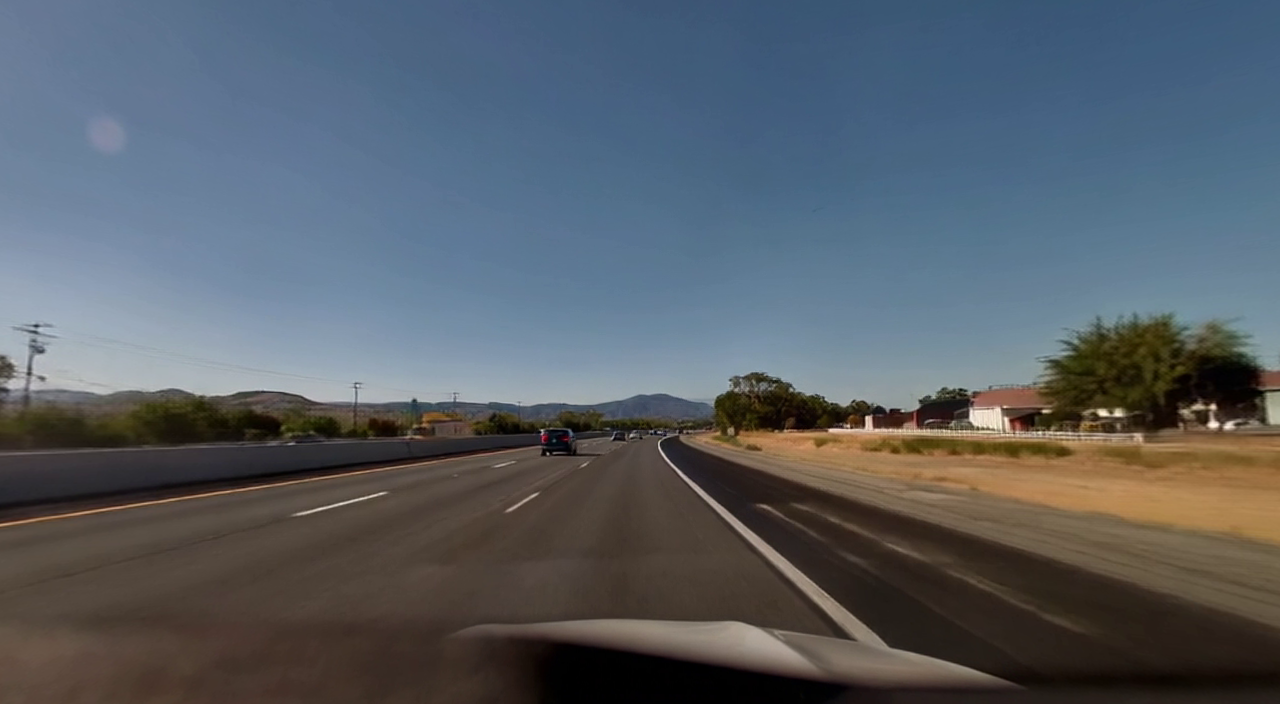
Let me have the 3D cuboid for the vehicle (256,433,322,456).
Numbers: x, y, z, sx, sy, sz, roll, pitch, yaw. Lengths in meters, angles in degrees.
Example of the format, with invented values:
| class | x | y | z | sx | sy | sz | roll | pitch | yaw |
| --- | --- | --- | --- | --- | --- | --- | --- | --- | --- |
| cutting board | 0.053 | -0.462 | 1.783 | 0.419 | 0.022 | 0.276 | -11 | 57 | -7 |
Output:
| class | x | y | z | sx | sy | sz | roll | pitch | yaw |
| --- | --- | --- | --- | --- | --- | --- | --- | --- | --- |
| vehicle | -23.670 | 6.256 | 42.568 | 1.850 | 1.483 | 4.369 | 0 | -8 | 1 |

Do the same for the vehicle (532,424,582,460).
| class | x | y | z | sx | sy | sz | roll | pitch | yaw |
| --- | --- | --- | --- | --- | --- | --- | --- | --- | --- |
| vehicle | -4.246 | 4.686 | 32.827 | 1.980 | 1.721 | 4.419 | 0 | -8 | 1 |
